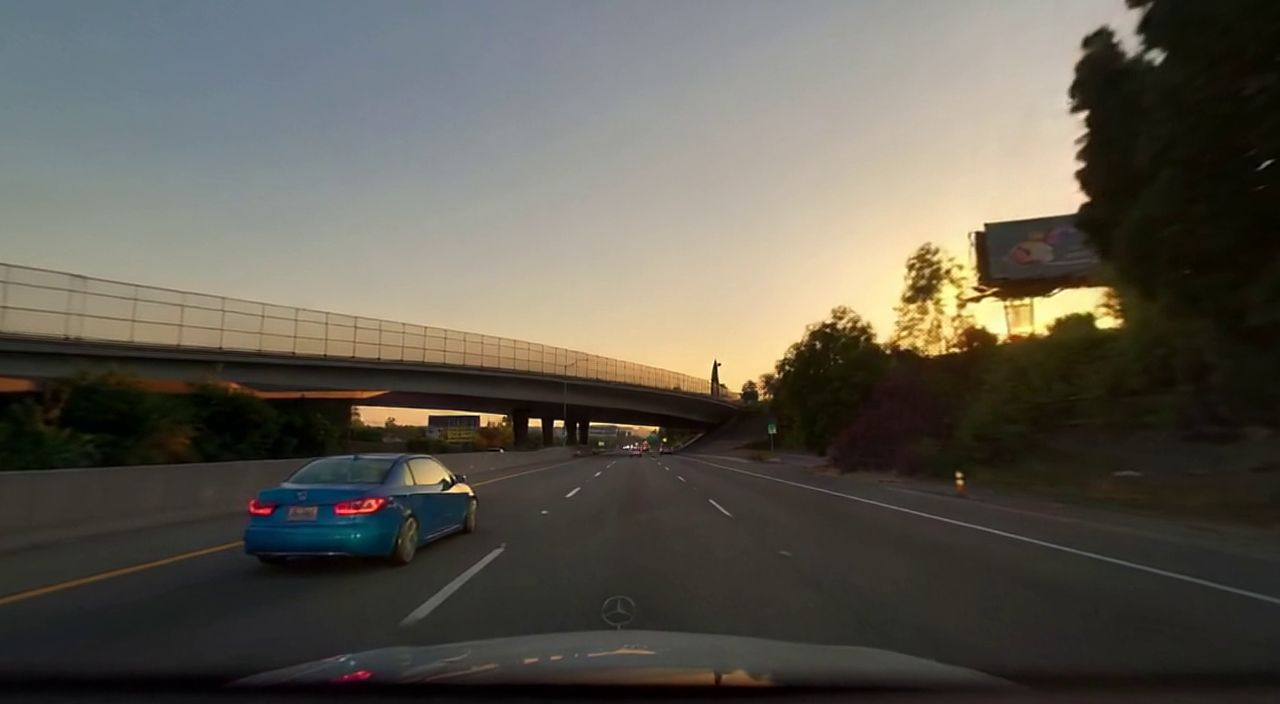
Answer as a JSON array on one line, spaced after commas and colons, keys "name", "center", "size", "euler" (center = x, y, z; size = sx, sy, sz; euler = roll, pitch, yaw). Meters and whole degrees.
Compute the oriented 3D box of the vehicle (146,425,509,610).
[{"name": "vehicle", "center": [-3.140, 1.753, 7.712], "size": [2.029, 1.557, 4.570], "euler": [0, -9, 1]}]
